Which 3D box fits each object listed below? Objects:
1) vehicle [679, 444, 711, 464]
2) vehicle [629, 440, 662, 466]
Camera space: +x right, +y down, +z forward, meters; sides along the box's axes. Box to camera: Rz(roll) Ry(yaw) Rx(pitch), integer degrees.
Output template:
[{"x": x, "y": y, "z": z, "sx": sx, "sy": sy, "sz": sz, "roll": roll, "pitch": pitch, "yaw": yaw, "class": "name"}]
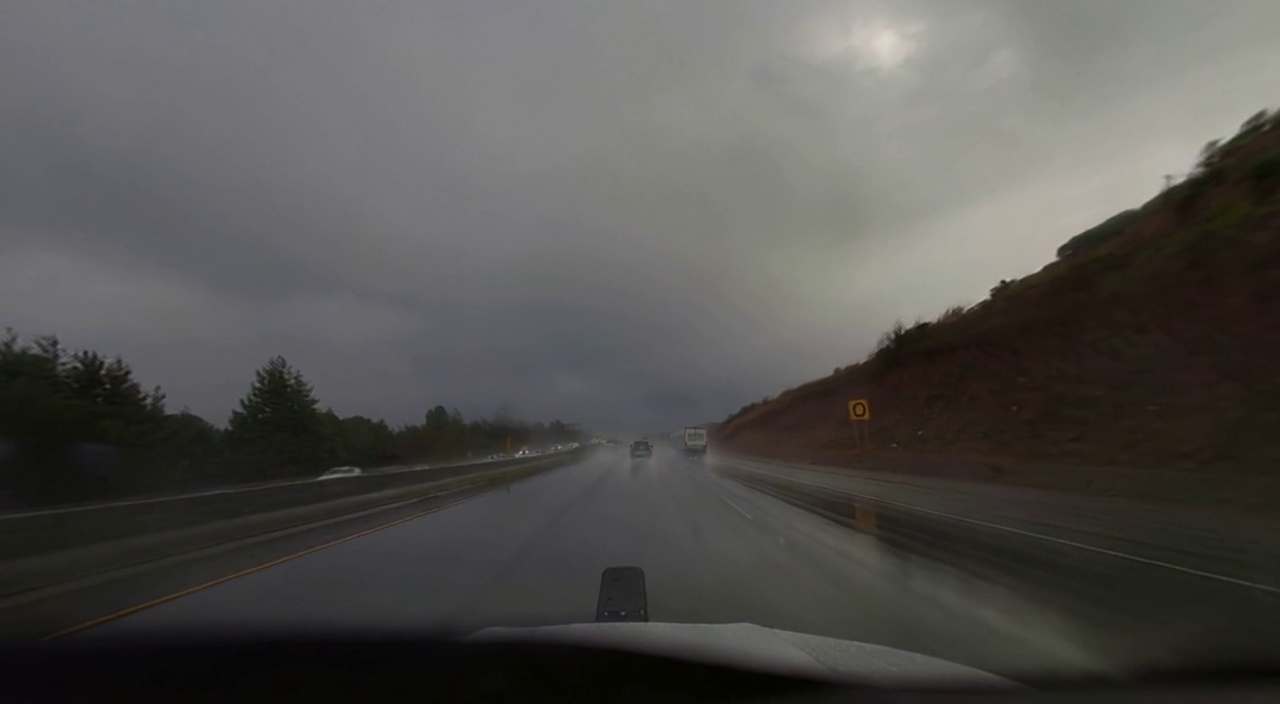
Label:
[{"x": 3.888, "y": 7.253, "z": 44.991, "sx": 1.976, "sy": 1.352, "sz": 3.602, "roll": 0, "pitch": -8, "yaw": 0, "class": "vehicle"}, {"x": 0.324, "y": 6.437, "z": 40.382, "sx": 1.986, "sy": 1.576, "sz": 4.312, "roll": 0, "pitch": -8, "yaw": 0, "class": "vehicle"}]
